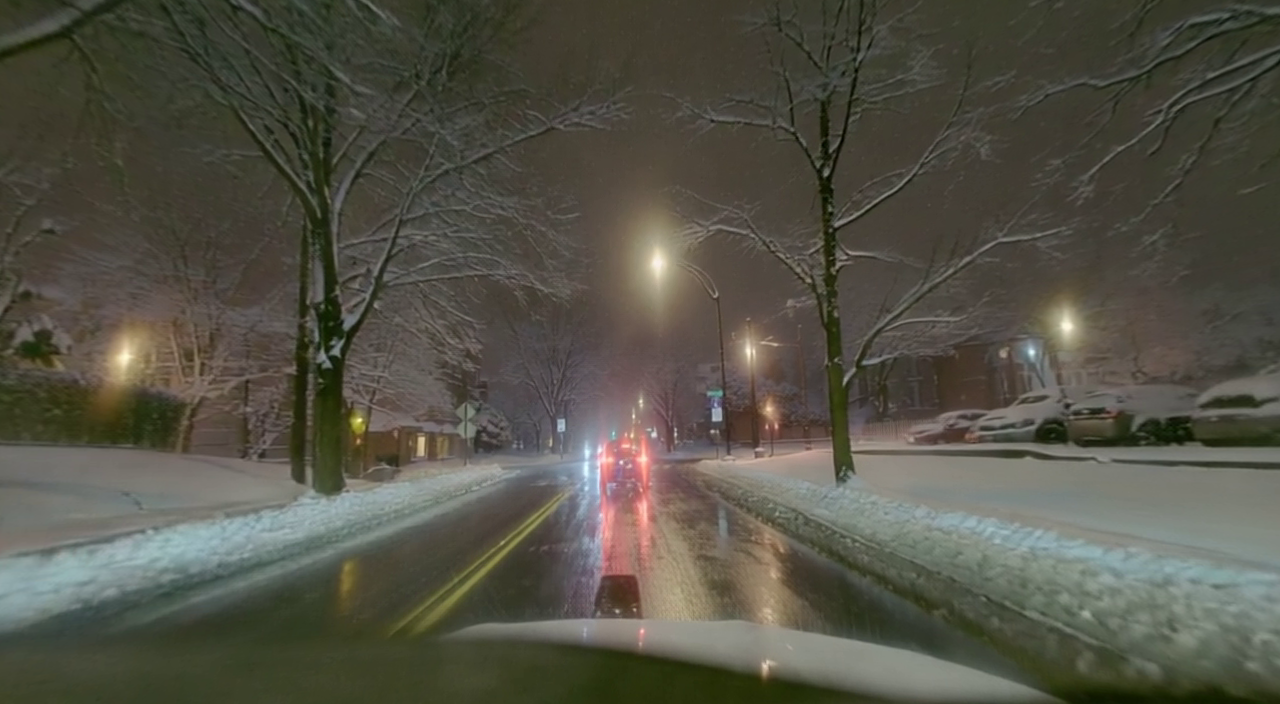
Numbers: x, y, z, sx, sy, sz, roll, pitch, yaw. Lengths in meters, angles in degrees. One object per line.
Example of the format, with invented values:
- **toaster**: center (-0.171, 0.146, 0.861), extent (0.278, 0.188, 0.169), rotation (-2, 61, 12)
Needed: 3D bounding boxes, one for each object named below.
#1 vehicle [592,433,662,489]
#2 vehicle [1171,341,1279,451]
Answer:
- **vehicle**: center (-0.391, 3.633, 21.349), extent (2.142, 1.686, 3.816), rotation (-1, -8, 1)
- **vehicle**: center (11.687, 0.671, 9.974), extent (4.559, 1.619, 1.855), rotation (-3, -9, 6)
